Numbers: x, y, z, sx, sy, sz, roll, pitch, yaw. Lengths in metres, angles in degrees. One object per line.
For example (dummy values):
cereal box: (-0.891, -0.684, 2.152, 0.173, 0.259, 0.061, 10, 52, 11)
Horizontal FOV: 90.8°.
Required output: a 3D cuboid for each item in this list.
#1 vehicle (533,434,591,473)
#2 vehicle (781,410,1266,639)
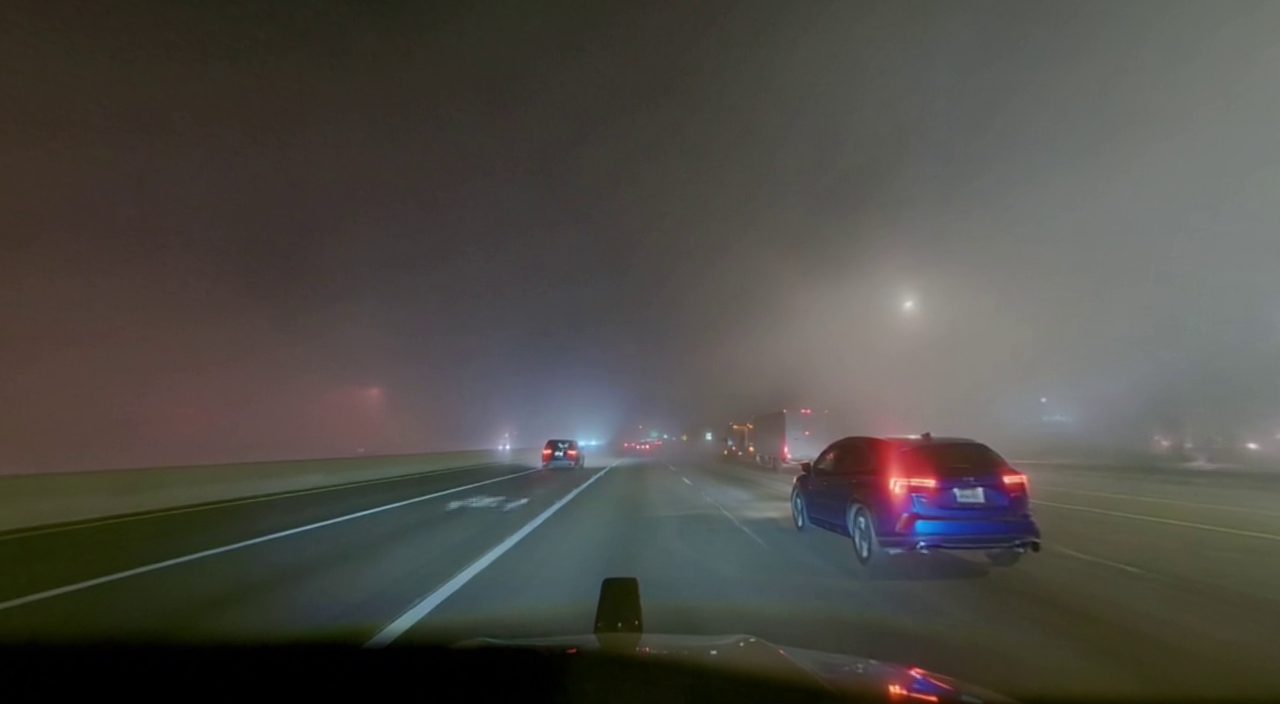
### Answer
vehicle: (-3.718, 4.952, 30.911, 2.193, 1.746, 4.512, 0, -8, 1)
vehicle: (3.193, 1.547, 6.865, 2.107, 1.550, 4.949, 0, -8, -1)
